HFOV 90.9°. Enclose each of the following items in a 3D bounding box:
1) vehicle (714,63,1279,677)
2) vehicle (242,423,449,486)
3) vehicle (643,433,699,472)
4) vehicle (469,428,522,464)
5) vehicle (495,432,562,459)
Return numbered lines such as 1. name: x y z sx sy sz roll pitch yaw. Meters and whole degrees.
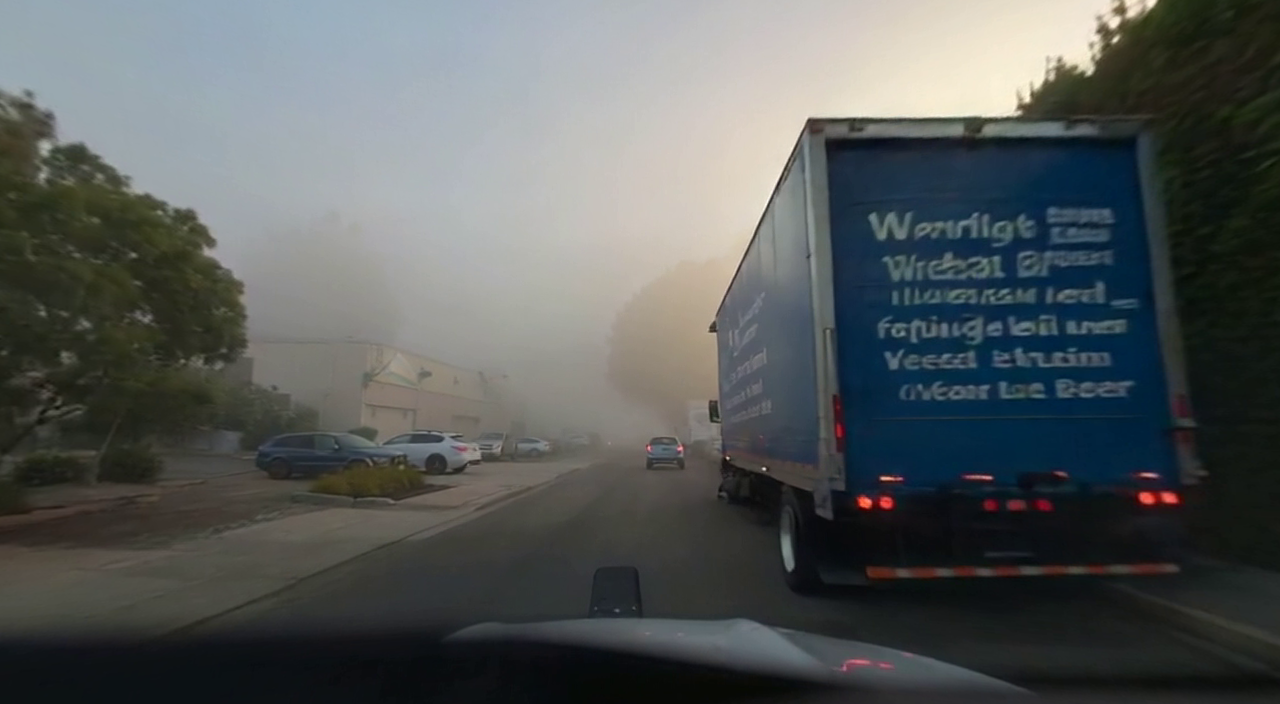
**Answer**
1. vehicle: 3.034 0.714 9.033 3.019 3.659 10.648 0 -8 2
2. vehicle: -7.672 2.691 16.725 4.555 1.517 1.858 0 -8 2
3. vehicle: 1.324 4.182 26.432 2.160 1.498 3.909 0 -8 3
4. vehicle: -7.528 4.938 33.218 1.996 1.719 4.382 2 -8 -3
5. vehicle: -6.509 5.522 37.149 3.569 1.520 1.797 0 -8 1
